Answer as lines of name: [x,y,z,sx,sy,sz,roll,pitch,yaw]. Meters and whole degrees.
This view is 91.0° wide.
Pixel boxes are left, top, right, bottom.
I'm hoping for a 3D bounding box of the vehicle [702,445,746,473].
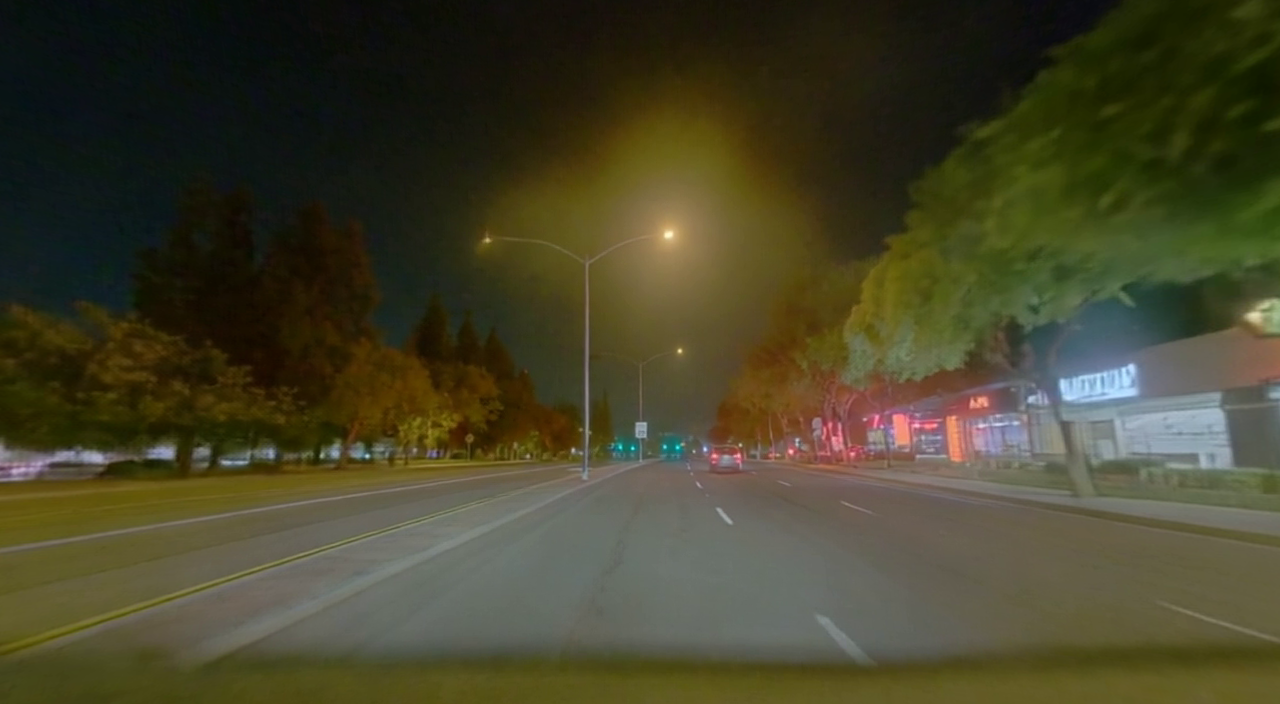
vehicle: [4.744,6.122,36.298,2.015,1.479,4.444,0,-9,1]
